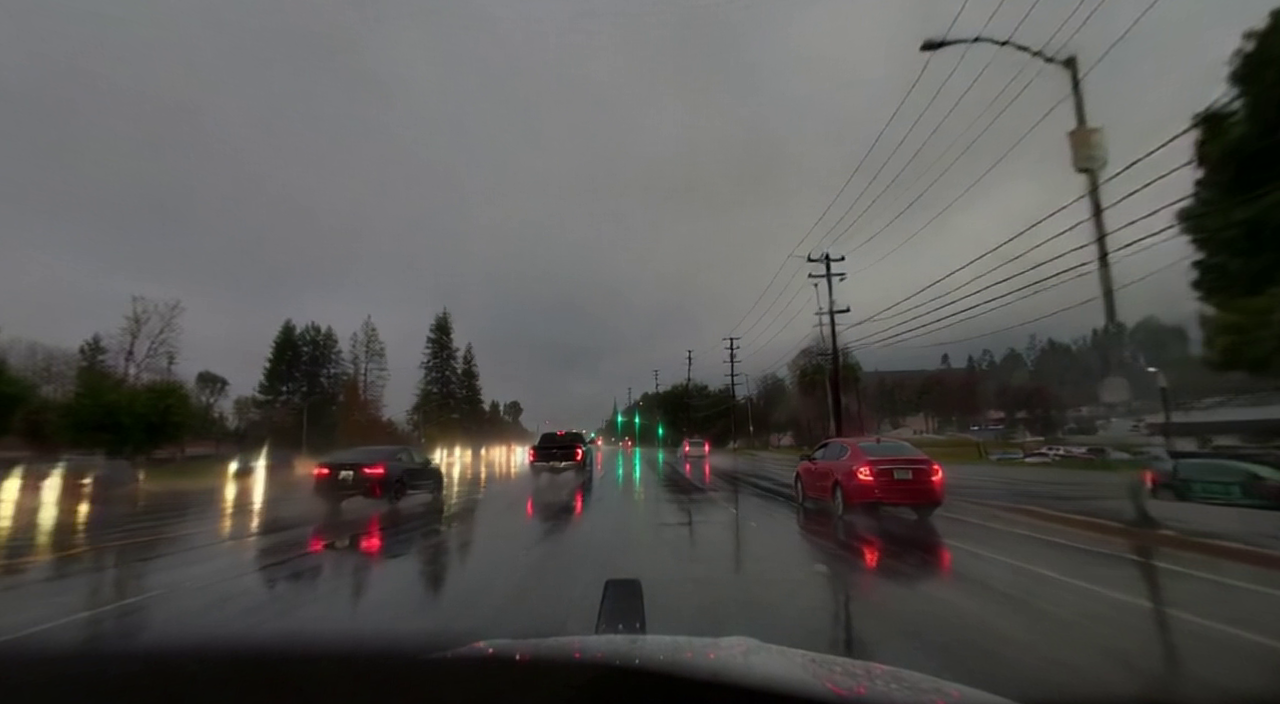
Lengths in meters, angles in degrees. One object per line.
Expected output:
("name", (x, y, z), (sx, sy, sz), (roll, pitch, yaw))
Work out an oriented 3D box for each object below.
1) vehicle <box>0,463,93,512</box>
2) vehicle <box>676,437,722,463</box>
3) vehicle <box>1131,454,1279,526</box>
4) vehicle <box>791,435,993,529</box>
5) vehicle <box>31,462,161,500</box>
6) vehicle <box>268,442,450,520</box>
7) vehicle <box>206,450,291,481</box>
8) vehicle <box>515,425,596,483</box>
("vehicle", (-21.288, 4.516, 21.193), (1.855, 1.457, 4.533), (0, -9, -1))
("vehicle", (3.474, 5.886, 38.093), (2.071, 1.435, 4.226), (0, -9, -4))
("vehicle", (16.519, 3.735, 17.716), (2.002, 1.681, 4.507), (-1, -9, 3))
("vehicle", (4.482, 2.362, 12.156), (1.840, 1.428, 4.602), (0, -9, -2))
("vehicle", (-24.669, 5.837, 28.926), (1.916, 1.471, 4.574), (0, -9, -1))
("vehicle", (-6.238, 2.881, 14.795), (2.035, 1.497, 4.723), (0, -9, 1))
("vehicle", (-28.133, 8.151, 45.716), (2.218, 2.034, 6.104), (0, -9, 0))
("vehicle", (-3.139, 4.018, 25.055), (2.467, 1.991, 6.089), (0, -9, -1))
